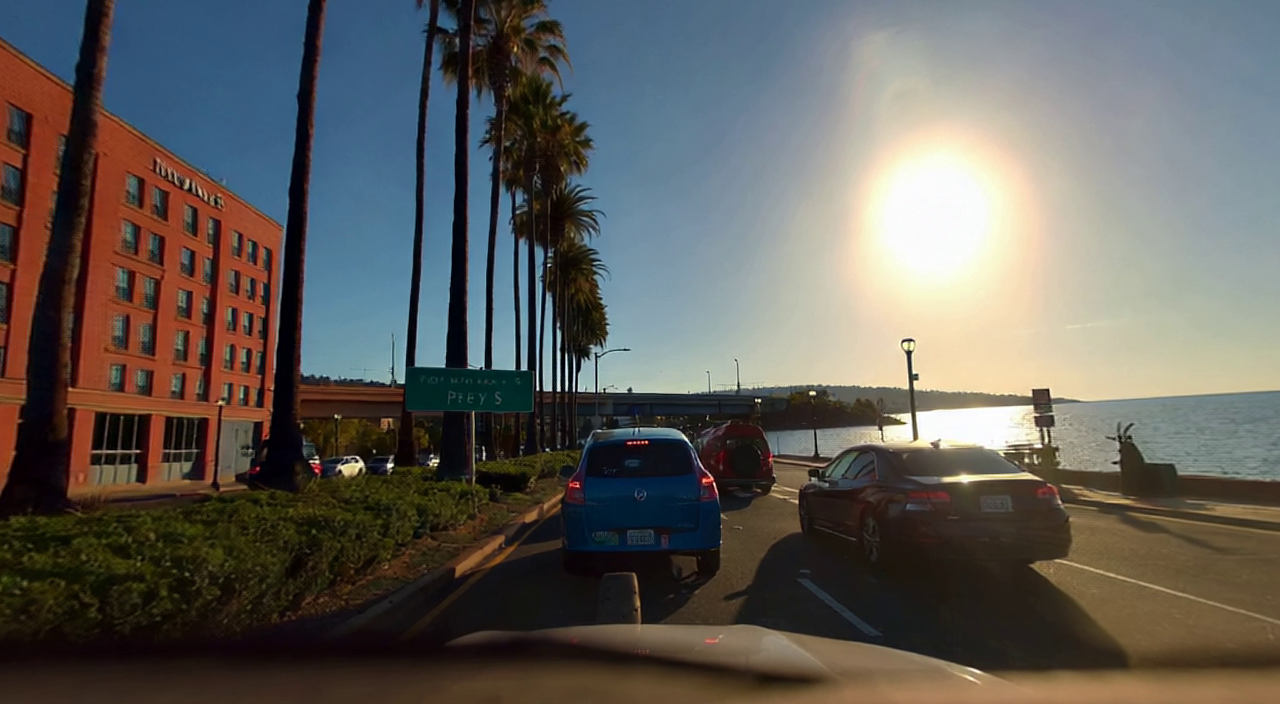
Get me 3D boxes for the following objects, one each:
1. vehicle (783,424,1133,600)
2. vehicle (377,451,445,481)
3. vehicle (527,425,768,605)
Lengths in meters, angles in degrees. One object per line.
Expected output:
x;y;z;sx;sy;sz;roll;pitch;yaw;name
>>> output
3.259;1.719;7.722;1.920;1.490;4.417;0;-9;-1;vehicle
-14.962;7.472;41.678;2.104;1.802;4.852;-1;-9;8;vehicle
0.058;1.670;7.289;2.048;1.503;3.681;0;-9;0;vehicle
